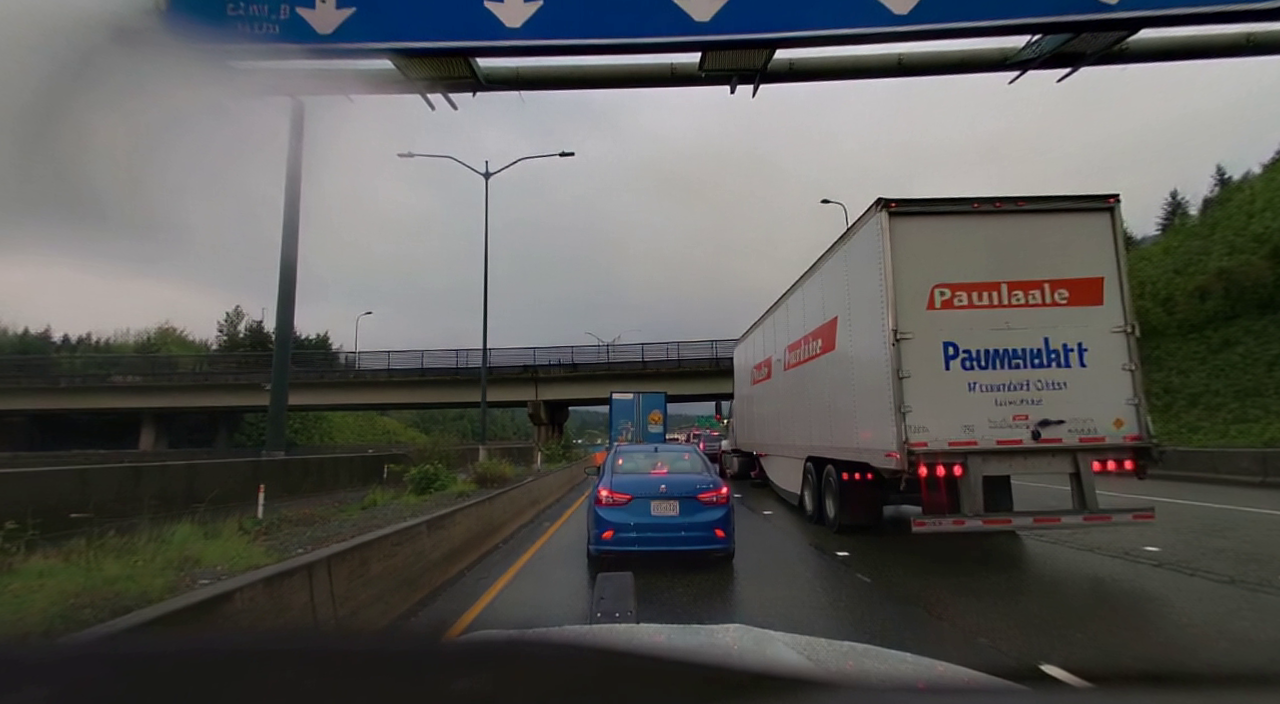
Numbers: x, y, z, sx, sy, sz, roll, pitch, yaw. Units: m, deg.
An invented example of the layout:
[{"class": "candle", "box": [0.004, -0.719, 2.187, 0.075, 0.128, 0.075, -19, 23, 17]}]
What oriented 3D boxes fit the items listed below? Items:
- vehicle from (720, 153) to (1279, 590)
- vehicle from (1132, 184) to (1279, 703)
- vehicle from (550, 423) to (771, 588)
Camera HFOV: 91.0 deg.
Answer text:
[{"class": "vehicle", "box": [4.189, 1.077, 12.955, 2.827, 4.081, 14.305, 0, -8, -2]}, {"class": "vehicle", "box": [4.730, 0.109, 0.629, 2.892, 2.615, 6.650, 0, -8, -2]}, {"class": "vehicle", "box": [0.177, 1.683, 7.706, 2.045, 1.490, 3.597, -1, -8, 0]}]
